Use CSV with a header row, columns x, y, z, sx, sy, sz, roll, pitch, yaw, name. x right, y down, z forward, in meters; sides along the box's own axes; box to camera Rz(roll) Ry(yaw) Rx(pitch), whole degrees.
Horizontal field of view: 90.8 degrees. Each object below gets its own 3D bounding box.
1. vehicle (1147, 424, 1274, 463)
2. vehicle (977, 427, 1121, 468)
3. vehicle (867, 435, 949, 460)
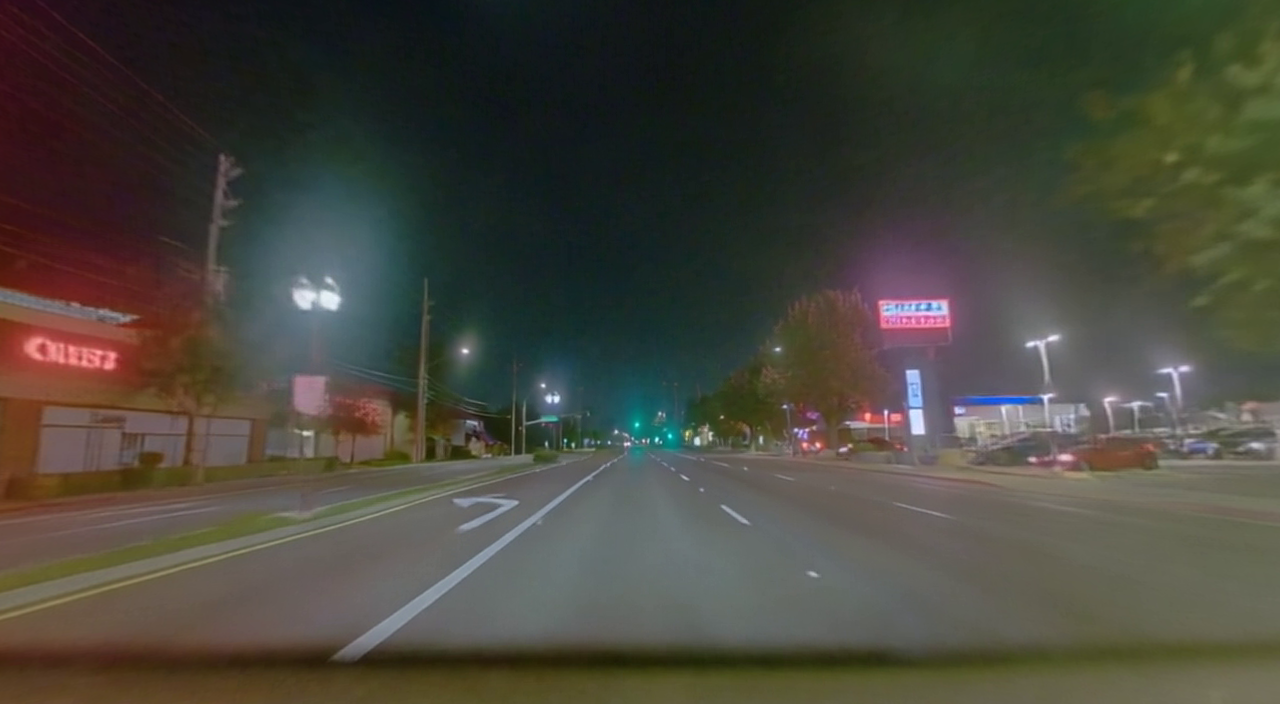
x,y,z,sx,sy,sz,roll,pitch,yaw,name
28.041,4.538,31.318,1.931,1.784,4.813,0,-8,2,vehicle
17.979,4.218,27.943,4.935,1.753,1.958,0,-8,1,vehicle
17.088,6.082,40.364,4.324,1.536,1.947,0,-8,-1,vehicle
